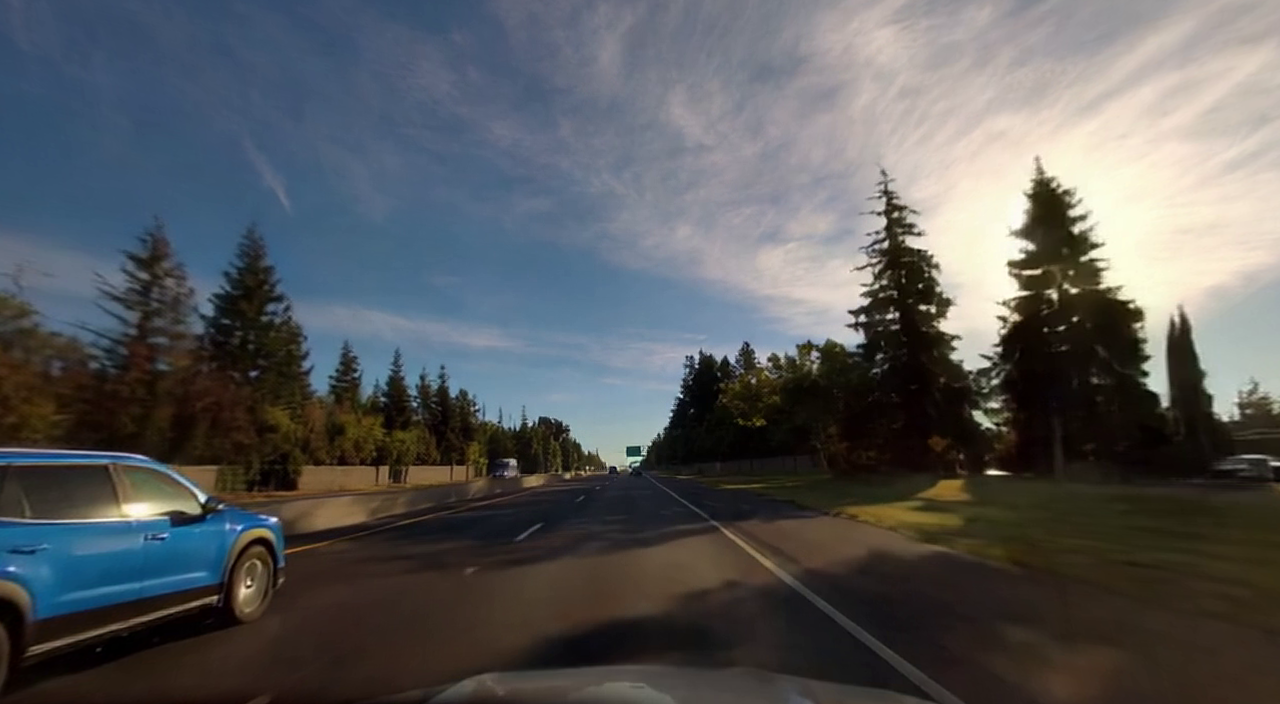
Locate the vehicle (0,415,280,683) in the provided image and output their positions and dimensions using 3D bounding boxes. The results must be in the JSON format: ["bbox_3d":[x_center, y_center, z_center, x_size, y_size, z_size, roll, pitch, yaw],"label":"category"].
[{"bbox_3d":[-4.666,1.264,4.363,1.914,1.534,4.015,1,-10,0],"label":"vehicle"}]
